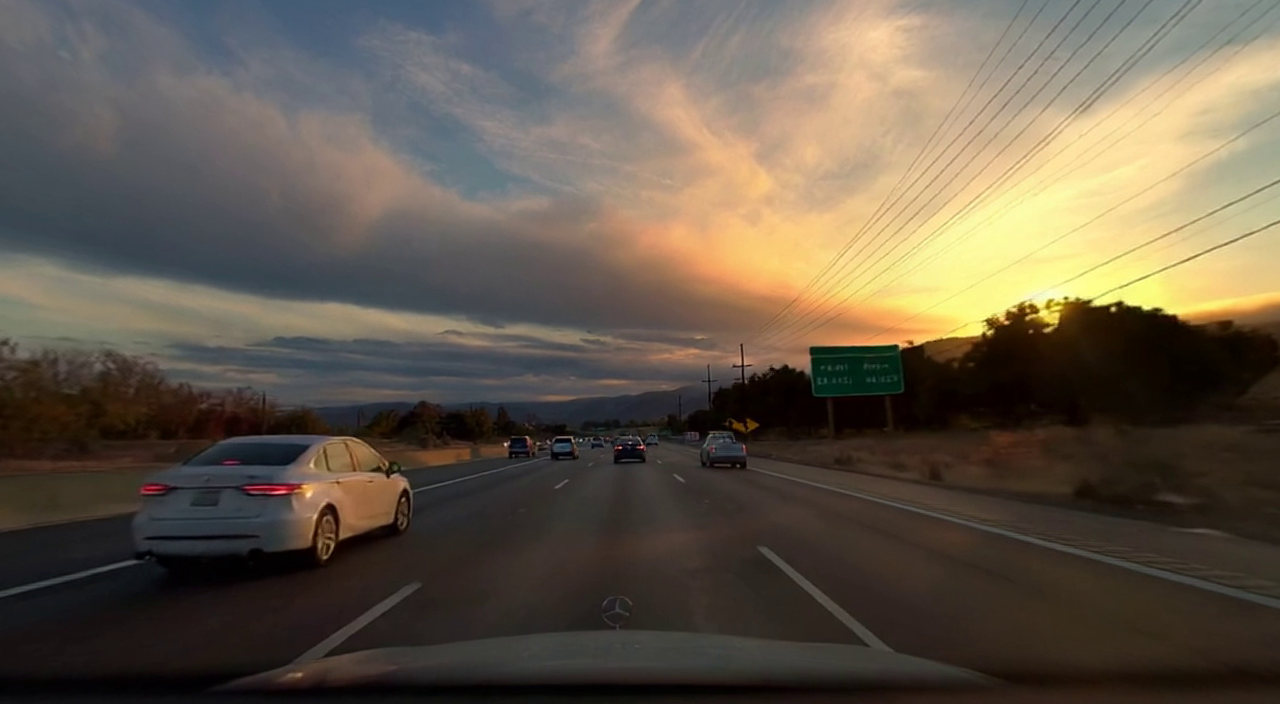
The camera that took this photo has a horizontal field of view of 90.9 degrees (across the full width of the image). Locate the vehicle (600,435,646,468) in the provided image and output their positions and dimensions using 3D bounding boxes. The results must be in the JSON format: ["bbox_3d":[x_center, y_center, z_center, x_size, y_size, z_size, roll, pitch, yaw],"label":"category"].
[{"bbox_3d":[-0.804,4.695,29.973,2.086,1.488,3.440,0,-8,-2],"label":"vehicle"}]

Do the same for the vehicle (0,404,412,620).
[{"bbox_3d":[-4.251,1.482,6.890,2.004,1.607,4.161,0,-8,-1],"label":"vehicle"}]

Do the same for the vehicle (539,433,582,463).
[{"bbox_3d":[-4.502,5.497,36.335,1.901,1.601,4.610,0,-8,0],"label":"vehicle"}]

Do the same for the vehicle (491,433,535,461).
[{"bbox_3d":[-8.007,6.017,40.189,1.980,1.678,4.255,0,-8,0],"label":"vehicle"}]

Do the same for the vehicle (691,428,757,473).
[{"bbox_3d":[3.364,4.034,26.239,1.950,1.695,4.446,0,-8,-3],"label":"vehicle"}]
